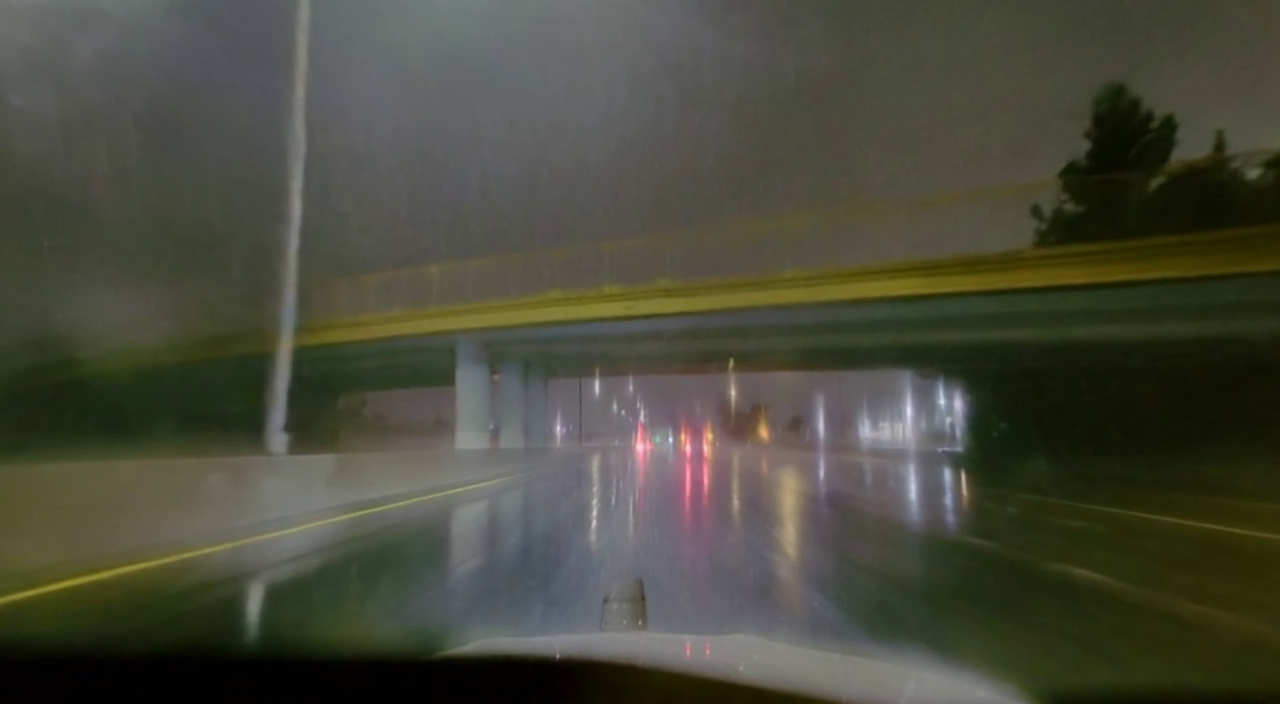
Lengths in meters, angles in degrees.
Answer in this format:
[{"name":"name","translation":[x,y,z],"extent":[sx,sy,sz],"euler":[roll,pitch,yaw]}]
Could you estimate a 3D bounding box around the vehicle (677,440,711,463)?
[{"name":"vehicle","translation":[3.764,7.087,44.920],"extent":[1.949,1.515,4.374],"euler":[0,-9,-1]}]
